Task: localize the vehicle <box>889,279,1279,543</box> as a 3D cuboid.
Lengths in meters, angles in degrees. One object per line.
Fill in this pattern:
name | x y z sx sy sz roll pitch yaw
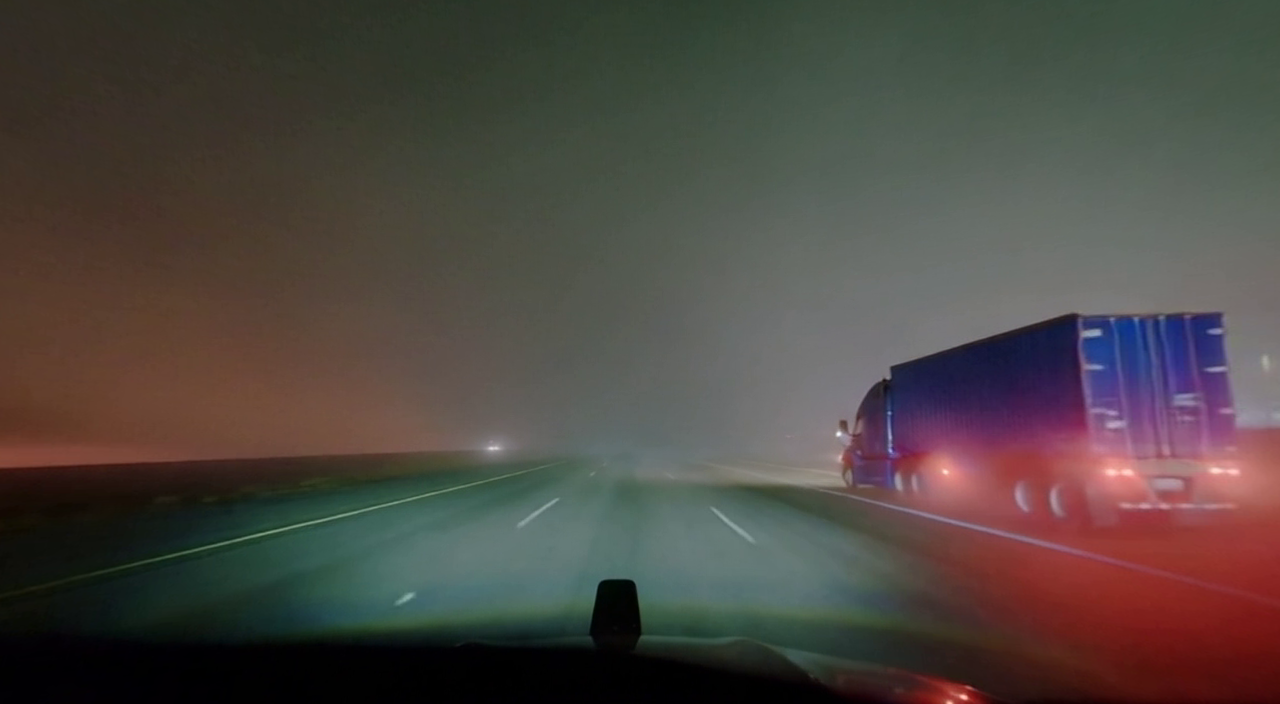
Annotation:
vehicle | 7.179 1.181 10.876 2.627 3.011 7.287 0 -9 -1
